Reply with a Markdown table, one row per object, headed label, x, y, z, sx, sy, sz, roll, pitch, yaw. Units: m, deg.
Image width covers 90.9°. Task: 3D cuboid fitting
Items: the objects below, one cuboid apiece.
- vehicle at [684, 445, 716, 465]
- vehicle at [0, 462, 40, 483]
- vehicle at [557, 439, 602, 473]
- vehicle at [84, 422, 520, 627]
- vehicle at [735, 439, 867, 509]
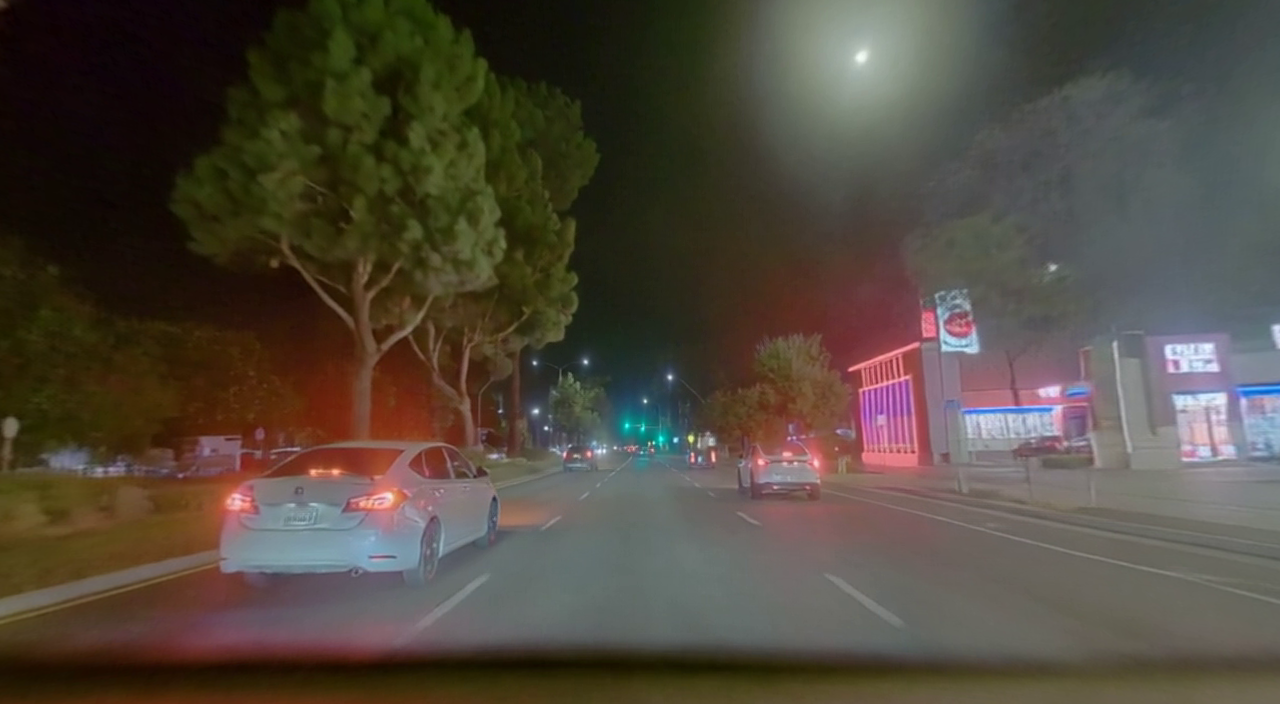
| label | x | y | z | sx | sy | sz | roll | pitch | yaw |
| --- | --- | --- | --- | --- | --- | --- | --- | --- | --- |
| vehicle | 4.562 | 7.949 | 48.621 | 1.996 | 1.443 | 4.270 | 0 | -9 | -1 |
| vehicle | -49.188 | 9.369 | 48.876 | 3.674 | 1.448 | 1.627 | -2 | -8 | 3 |
| vehicle | -3.257 | 5.741 | 34.992 | 1.981 | 1.731 | 4.360 | 0 | -9 | 1 |
| vehicle | -2.931 | 1.620 | 7.083 | 2.082 | 1.460 | 4.922 | 0 | -9 | 1 |
| vehicle | 3.815 | 2.968 | 15.880 | 2.036 | 1.480 | 4.659 | 0 | -9 | -1 |
